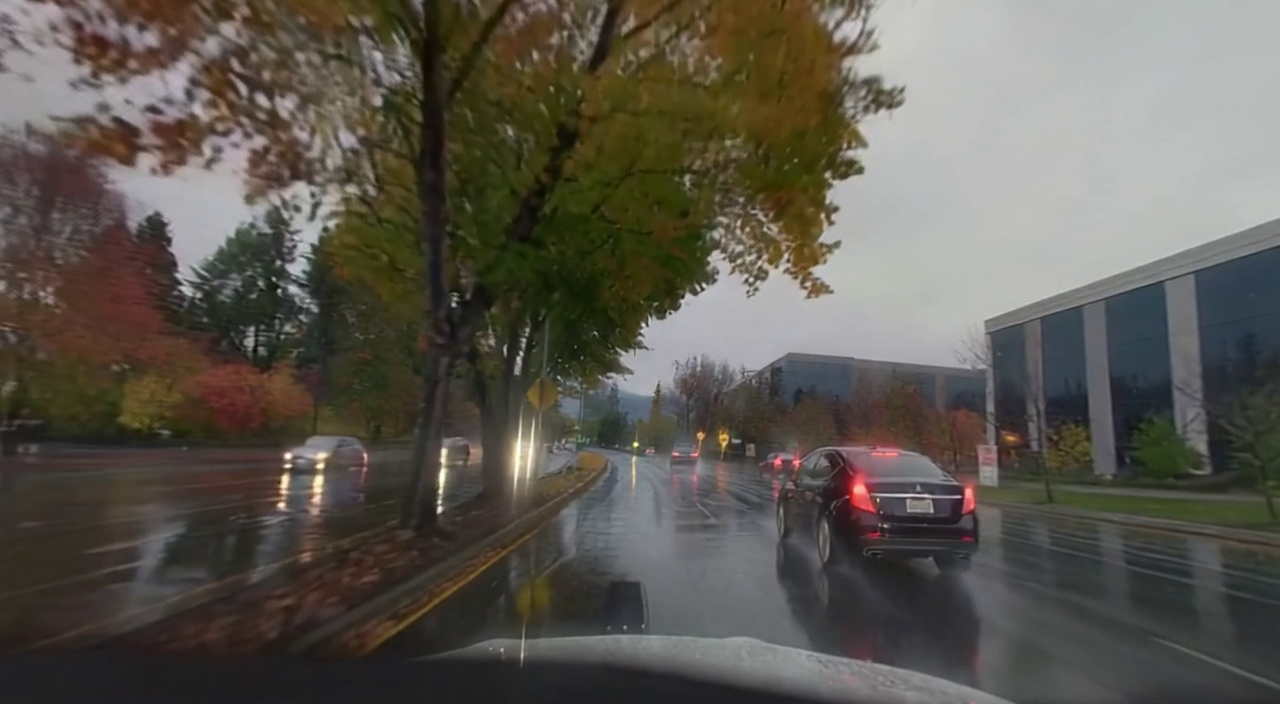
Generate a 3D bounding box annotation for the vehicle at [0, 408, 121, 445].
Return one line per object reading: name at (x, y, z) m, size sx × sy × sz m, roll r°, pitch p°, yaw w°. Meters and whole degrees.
vehicle at (-32.407, 4.260, 35.487) m, size 2.111 × 1.894 × 4.981 m, roll 0°, pitch -8°, yaw -1°

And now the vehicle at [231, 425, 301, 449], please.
vehicle at (-25.726, 5.868, 43.556) m, size 1.865 × 1.526 × 4.674 m, roll 2°, pitch -8°, yaw 1°

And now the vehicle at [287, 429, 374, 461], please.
vehicle at (-15.424, 4.667, 31.722) m, size 1.985 × 1.479 × 4.657 m, roll 0°, pitch -8°, yaw 0°

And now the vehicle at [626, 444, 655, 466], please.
vehicle at (-0.024, 7.302, 44.683) m, size 1.991 × 1.477 × 3.814 m, roll 0°, pitch -9°, yaw -1°

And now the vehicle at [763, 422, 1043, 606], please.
vehicle at (2.919, 1.842, 8.035) m, size 1.901 × 1.634 × 3.896 m, roll 3°, pitch -8°, yaw 0°

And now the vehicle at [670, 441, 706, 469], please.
vehicle at (3.586, 7.761, 47.776) m, size 2.154 × 1.844 × 4.634 m, roll 5°, pitch -9°, yaw 0°

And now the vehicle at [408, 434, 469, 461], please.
vehicle at (-11.831, 5.636, 37.314) m, size 2.075 × 1.472 × 4.571 m, roll 0°, pitch -9°, yaw 0°
